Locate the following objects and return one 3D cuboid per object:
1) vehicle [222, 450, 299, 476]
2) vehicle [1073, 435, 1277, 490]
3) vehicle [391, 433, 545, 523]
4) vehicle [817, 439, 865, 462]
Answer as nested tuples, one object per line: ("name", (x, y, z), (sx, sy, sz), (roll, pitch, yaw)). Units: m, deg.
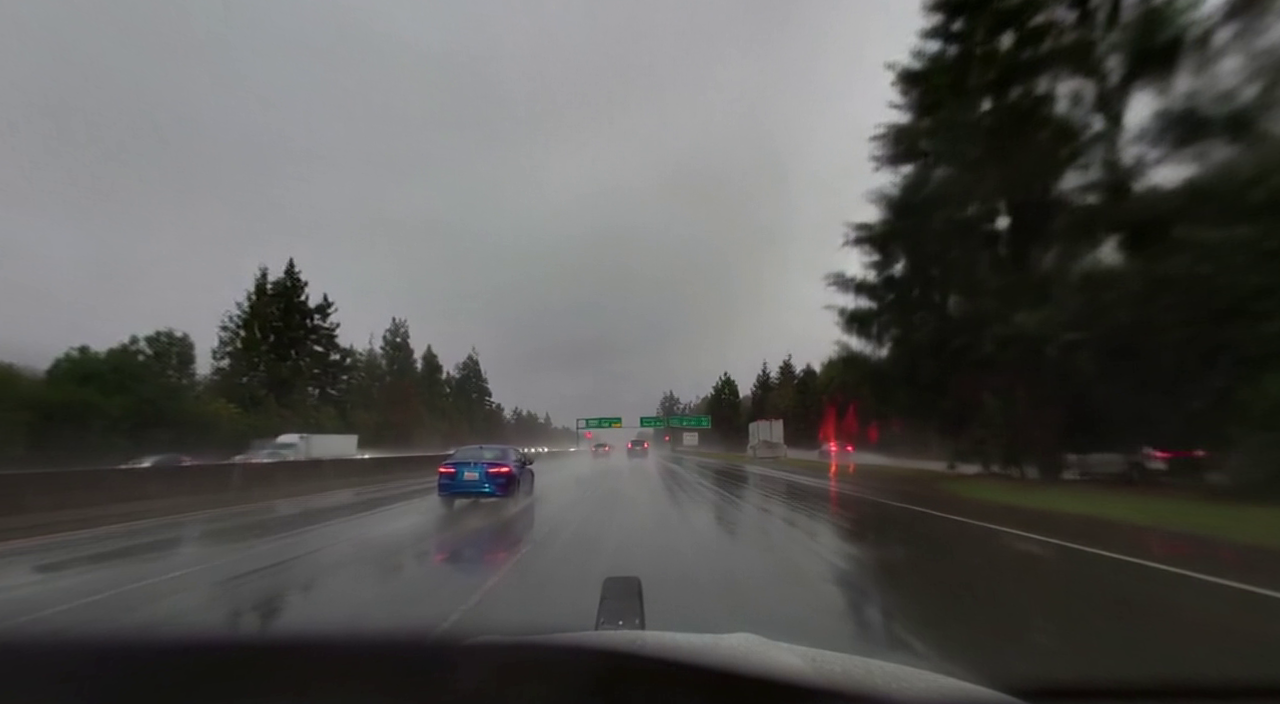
("vehicle", (-24.516, 7.164, 41.053), (1.925, 1.612, 4.852), (0, -9, 0))
("vehicle", (15.965, 3.325, 19.331), (1.873, 1.463, 4.937), (0, -9, -1))
("vehicle", (-3.306, 2.525, 13.142), (2.020, 1.554, 4.137), (0, -9, 0))
("vehicle", (15.842, 7.790, 49.952), (2.081, 1.707, 4.756), (0, -9, -2))
